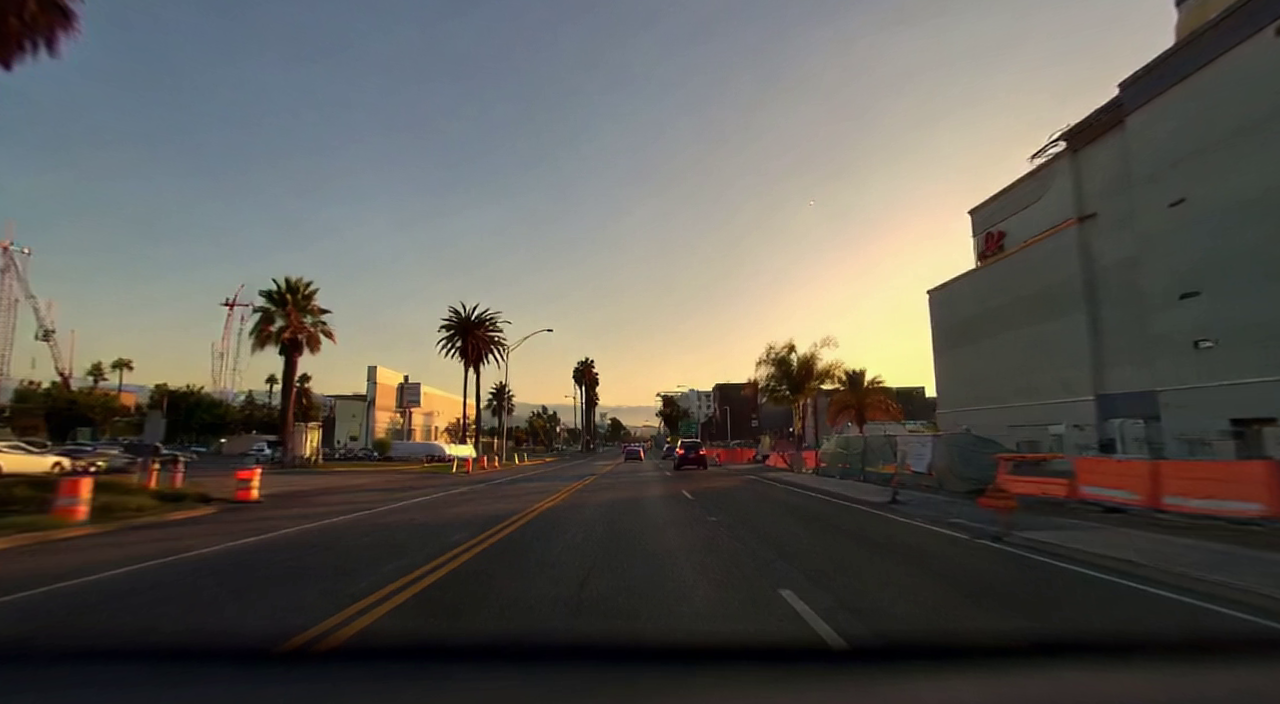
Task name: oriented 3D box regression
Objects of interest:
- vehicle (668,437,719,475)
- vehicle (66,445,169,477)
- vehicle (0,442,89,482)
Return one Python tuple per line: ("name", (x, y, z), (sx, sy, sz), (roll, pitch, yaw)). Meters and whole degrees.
("vehicle", (2.929, 5.847, 35.716), (2.386, 1.970, 5.665), (0, -8, 0))
("vehicle", (-27.339, 5.693, 33.037), (1.939, 1.500, 4.057), (1, -8, -1))
("vehicle", (-25.390, 4.390, 25.188), (4.663, 1.501, 1.909), (6, -10, -37))
